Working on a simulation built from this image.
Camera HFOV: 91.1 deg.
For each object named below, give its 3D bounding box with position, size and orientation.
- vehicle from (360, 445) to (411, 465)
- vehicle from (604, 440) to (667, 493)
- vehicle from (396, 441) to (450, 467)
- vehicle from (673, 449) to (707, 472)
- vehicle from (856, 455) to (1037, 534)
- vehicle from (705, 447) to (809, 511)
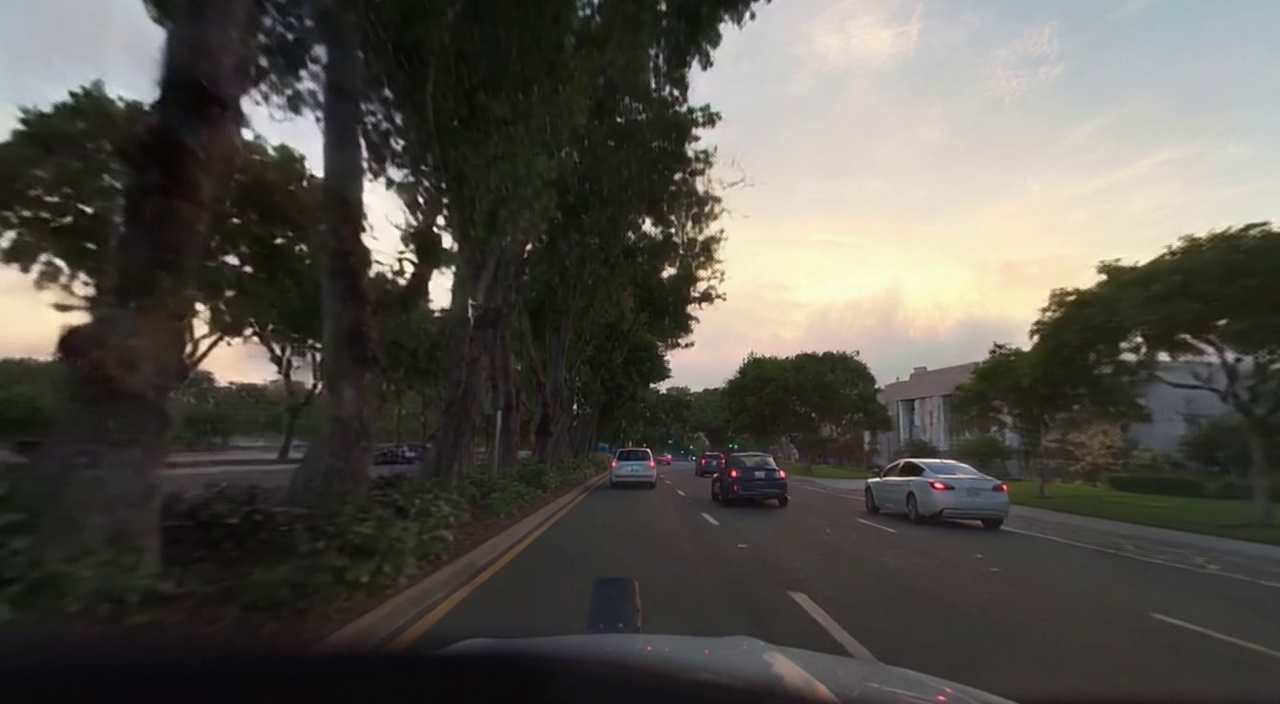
[{"bbox_3d":[-18.961,7.696,47.034,1.905,1.428,4.637,0,-9,0],"label":"vehicle"},{"bbox_3d":[-0.145,3.946,22.026,2.008,1.674,4.239,0,-9,0],"label":"vehicle"},{"bbox_3d":[-15.479,7.268,44.979,2.100,1.708,4.567,0,-9,2],"label":"vehicle"},{"bbox_3d":[3.475,7.616,44.287,2.012,1.462,4.163,0,-9,-1],"label":"vehicle"},{"bbox_3d":[6.719,3.131,14.407,1.944,1.458,4.268,0,-9,0],"label":"vehicle"},{"bbox_3d":[3.035,3.356,17.191,1.932,1.510,4.168,0,-9,-1],"label":"vehicle"}]
